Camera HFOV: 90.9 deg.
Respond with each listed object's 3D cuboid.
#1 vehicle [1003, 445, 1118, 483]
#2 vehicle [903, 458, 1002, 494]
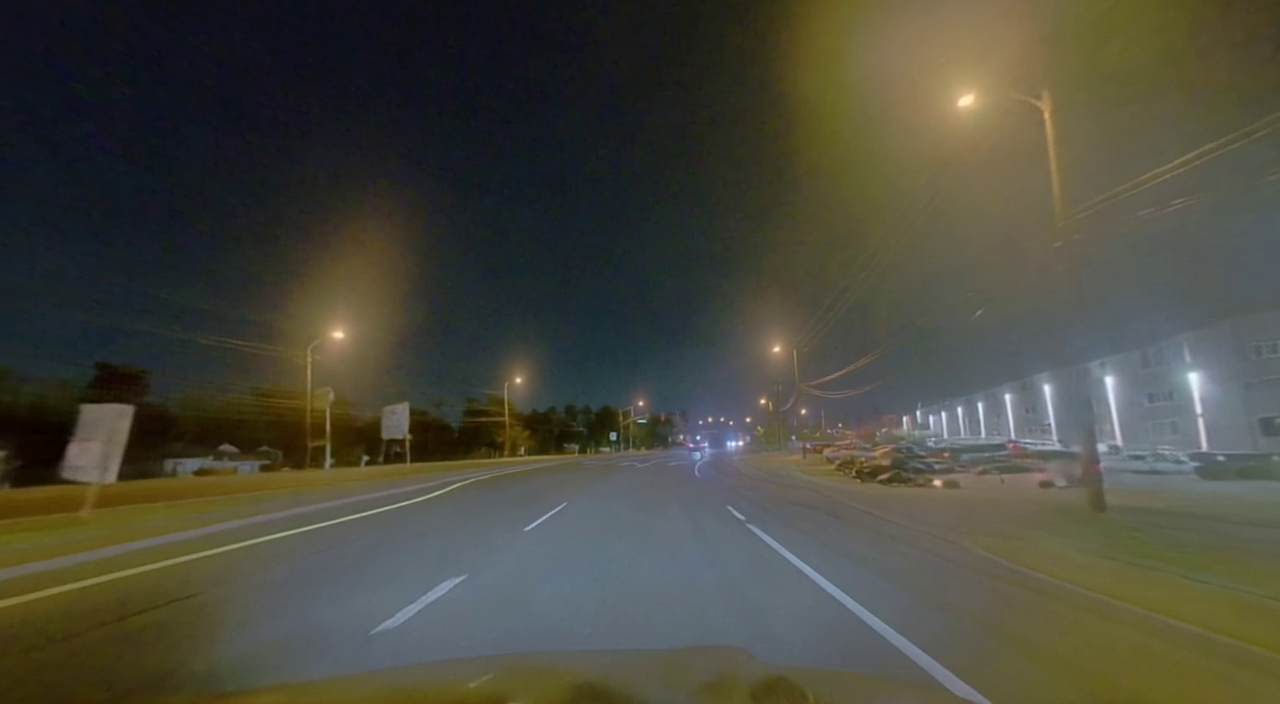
[{"bbox_3d":[22.176,5.898,33.559,2.119,1.874,4.855,2,-9,-12],"label":"vehicle"},{"bbox_3d":[14.599,5.738,29.413,4.475,1.492,1.925,5,-10,-30],"label":"vehicle"}]
